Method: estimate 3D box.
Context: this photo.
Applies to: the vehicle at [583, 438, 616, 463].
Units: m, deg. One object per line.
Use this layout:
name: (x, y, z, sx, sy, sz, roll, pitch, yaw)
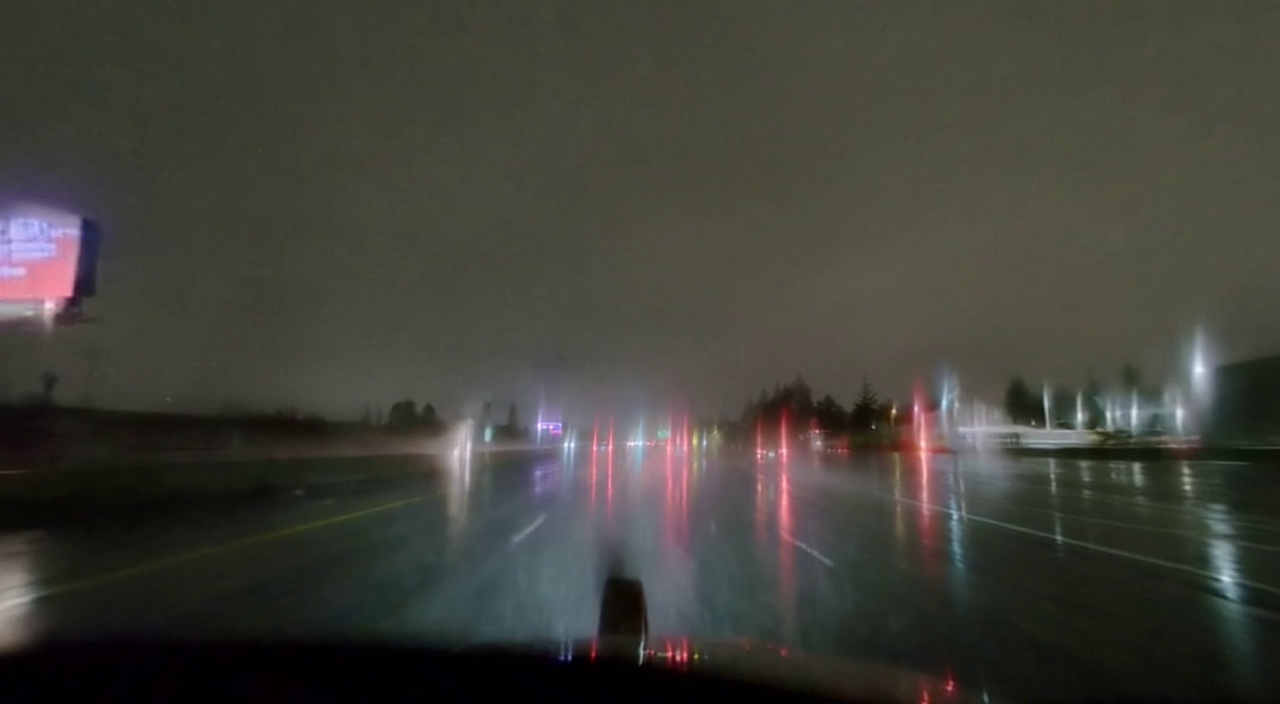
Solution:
vehicle: (-3.056, 7.553, 48.500, 2.319, 1.738, 4.355, 0, -8, 0)
